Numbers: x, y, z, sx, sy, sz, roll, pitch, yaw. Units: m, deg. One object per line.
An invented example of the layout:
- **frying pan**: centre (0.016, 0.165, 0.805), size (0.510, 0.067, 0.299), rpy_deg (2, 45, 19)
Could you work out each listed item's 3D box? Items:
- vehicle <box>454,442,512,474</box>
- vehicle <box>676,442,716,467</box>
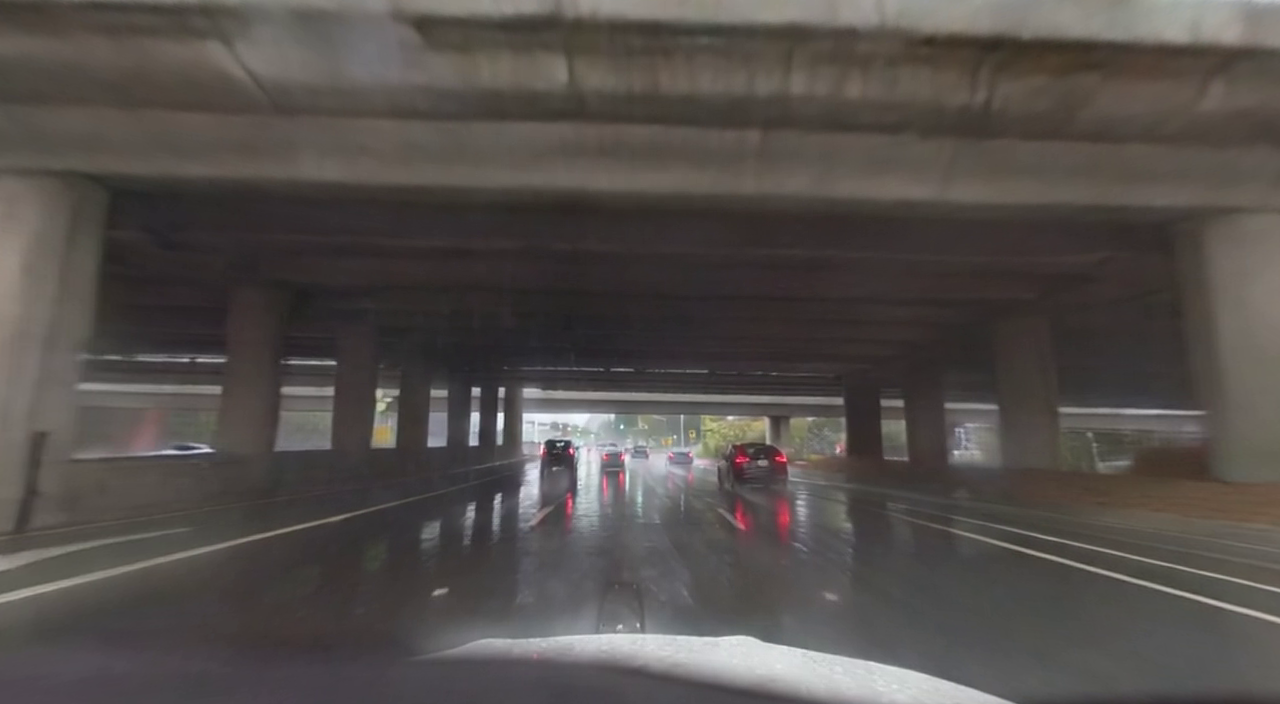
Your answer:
- **vehicle**: centre (-7.987, 5.427, 32.530), size (2.007, 1.519, 4.366), rpy_deg (0, -9, -2)
- **vehicle**: centre (3.916, 7.220, 44.733), size (2.377, 1.678, 4.353), rpy_deg (0, -9, -1)
